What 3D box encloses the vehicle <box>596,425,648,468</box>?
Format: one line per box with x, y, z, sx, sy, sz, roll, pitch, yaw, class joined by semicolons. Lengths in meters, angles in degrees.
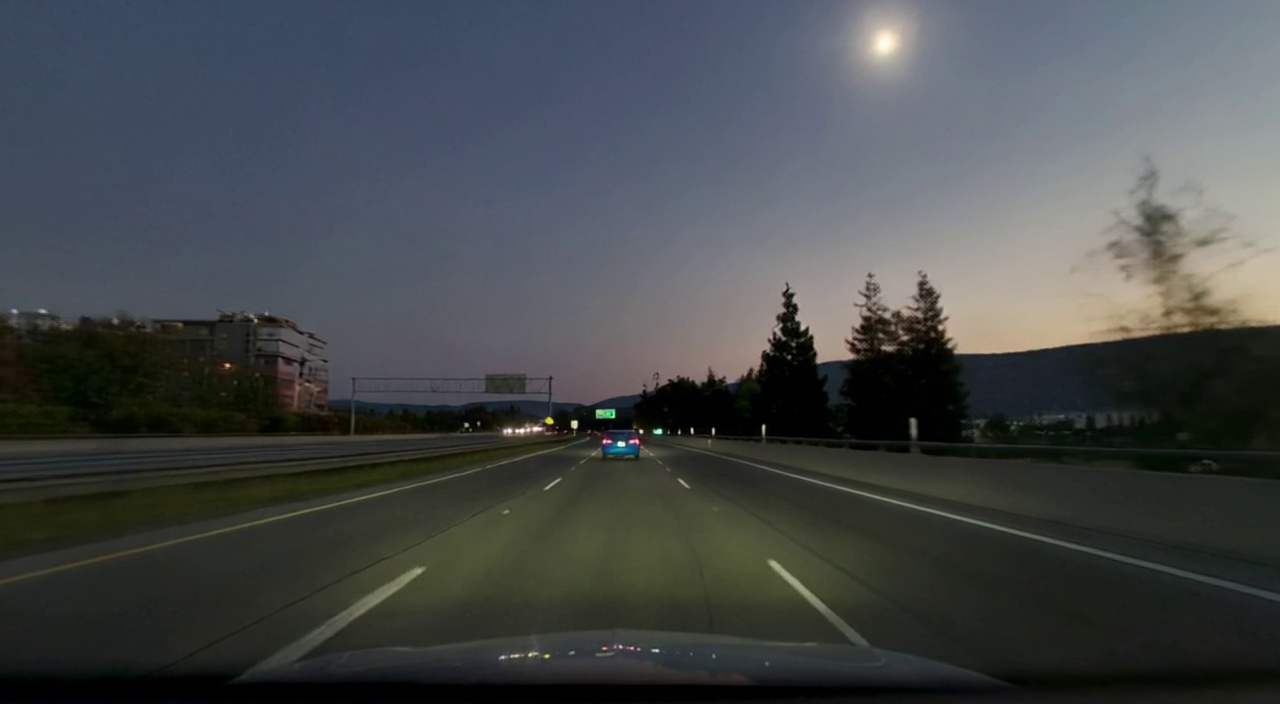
-0.737;3.899;26.126;2.020;1.633;3.942;0;-8;-1;vehicle
